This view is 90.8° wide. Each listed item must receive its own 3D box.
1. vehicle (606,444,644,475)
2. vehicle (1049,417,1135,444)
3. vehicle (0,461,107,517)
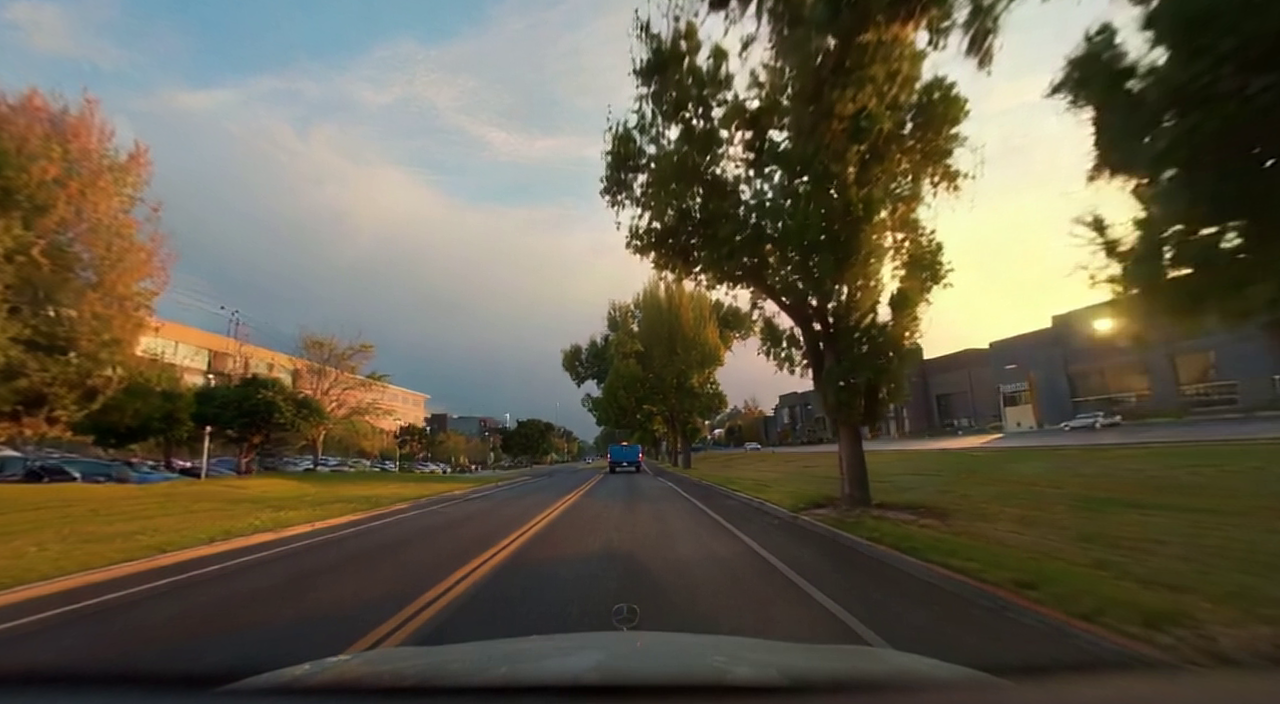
[{"bbox_3d":[-1.105,7.740,45.546,2.556,2.063,5.578,1,-9,-2],"label":"vehicle"},{"bbox_3d":[27.383,4.820,38.431,1.816,1.517,3.920,2,-9,-11],"label":"vehicle"},{"bbox_3d":[-20.136,4.495,21.093,1.959,1.636,4.266,4,-10,-18],"label":"vehicle"}]
